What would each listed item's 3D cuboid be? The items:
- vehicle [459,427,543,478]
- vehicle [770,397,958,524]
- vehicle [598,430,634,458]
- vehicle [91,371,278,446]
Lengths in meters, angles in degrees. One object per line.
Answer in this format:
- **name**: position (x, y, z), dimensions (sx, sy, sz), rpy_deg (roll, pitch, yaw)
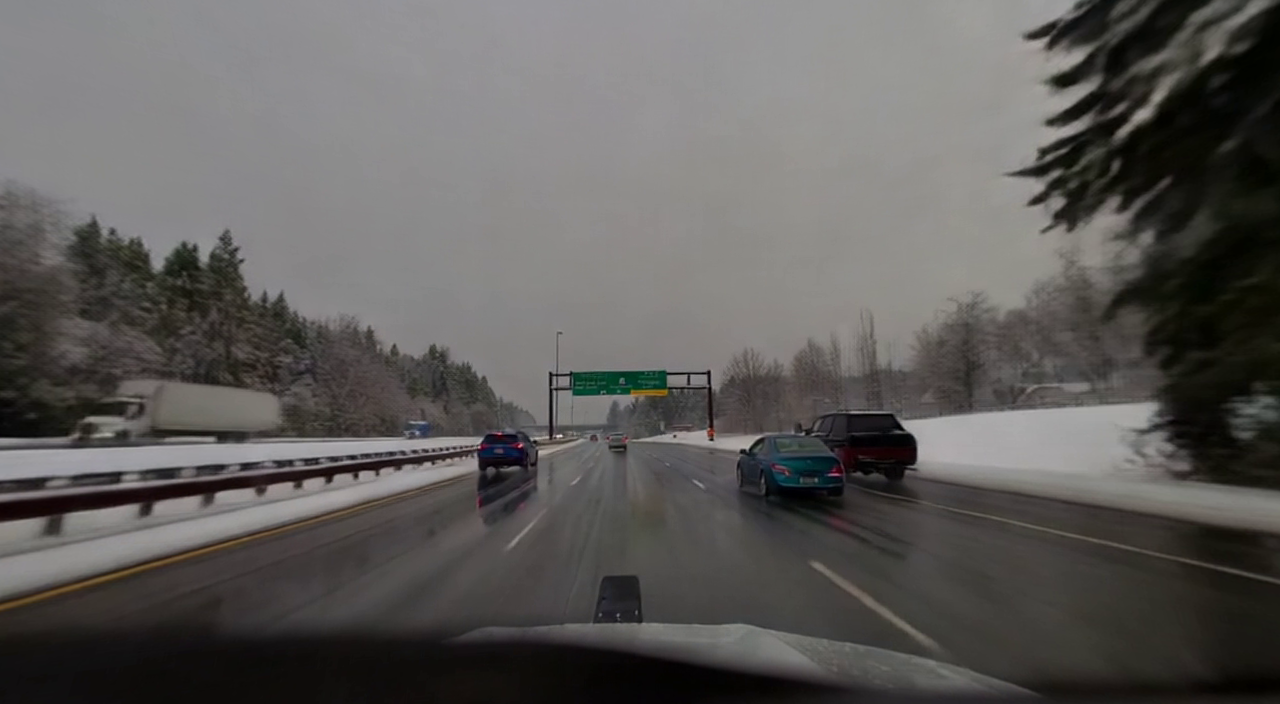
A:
- **vehicle**: position (-4.766, 3.490, 22.264), dimensions (2.100, 1.590, 4.077), rpy_deg (0, -7, -1)
- **vehicle**: position (3.744, 1.848, 11.231), dimensions (1.976, 1.905, 3.263), rpy_deg (0, -7, -3)
- **vehicle**: position (-1.527, 5.814, 40.136), dimensions (2.159, 1.690, 3.720), rpy_deg (0, -7, -2)
- **vehicle**: position (-27.690, 3.812, 39.637), dimensions (2.835, 3.950, 12.765), rpy_deg (0, -7, -3)
